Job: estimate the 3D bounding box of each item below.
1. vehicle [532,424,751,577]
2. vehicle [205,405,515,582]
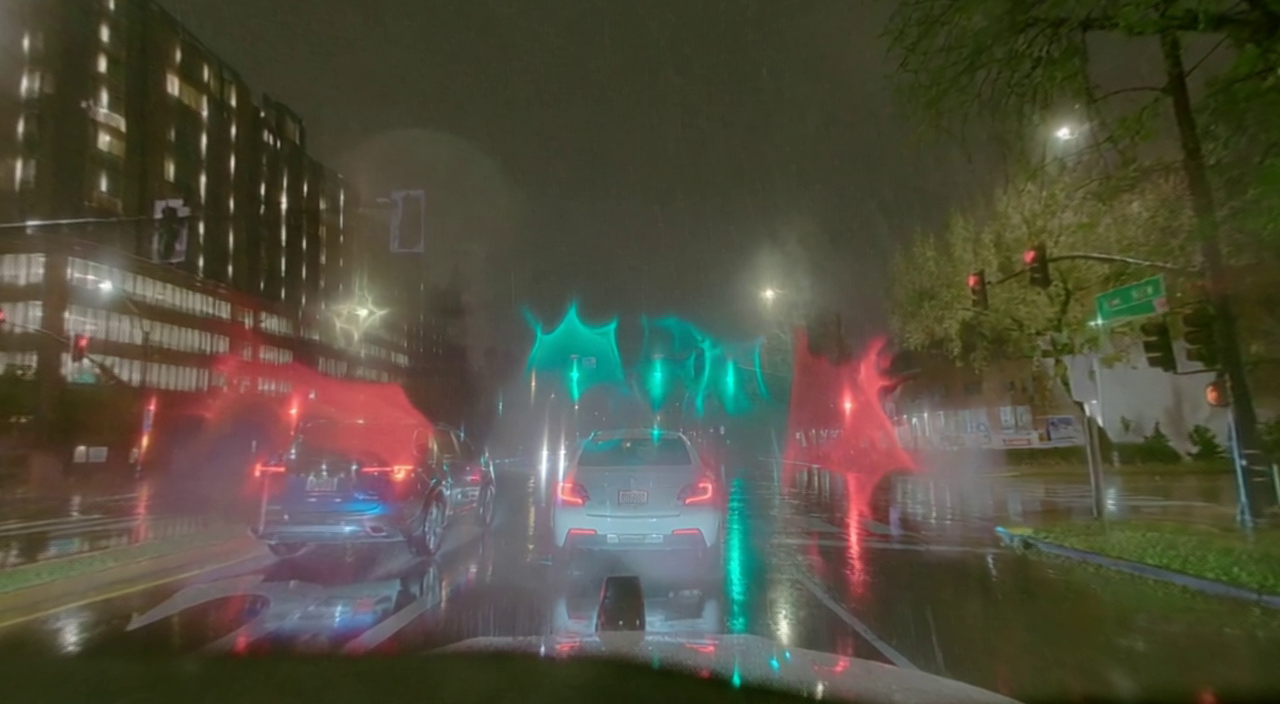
[{"bbox_3d":[0.017,1.775,8.314,2.190,1.522,3.850,0,-8,0],"label":"vehicle"},{"bbox_3d":[-3.187,1.714,8.467,2.081,1.719,4.434,0,-8,0],"label":"vehicle"}]
